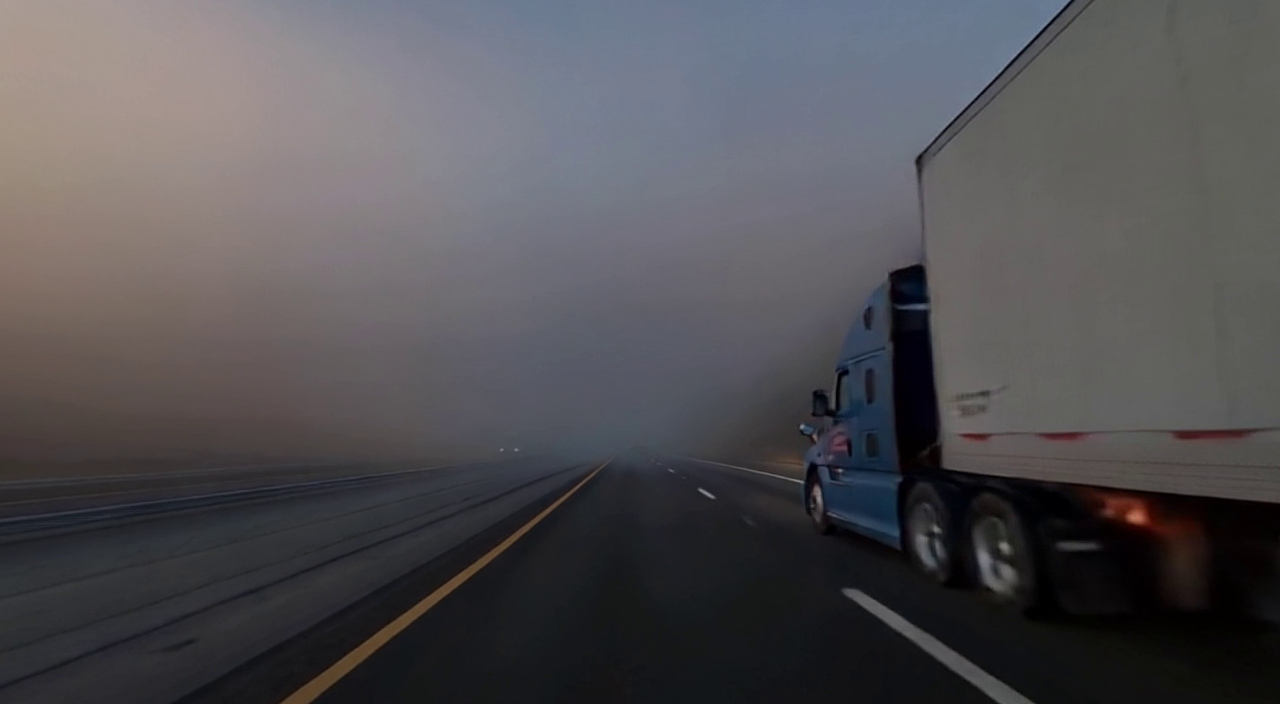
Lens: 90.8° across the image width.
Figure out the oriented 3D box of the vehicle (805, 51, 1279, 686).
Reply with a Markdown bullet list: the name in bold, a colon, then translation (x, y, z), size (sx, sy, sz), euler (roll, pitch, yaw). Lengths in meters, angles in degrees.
- **vehicle**: translation (4.164, 0.308, 6.310), size (3.568, 3.906, 4.895), euler (-1, -9, 0)
